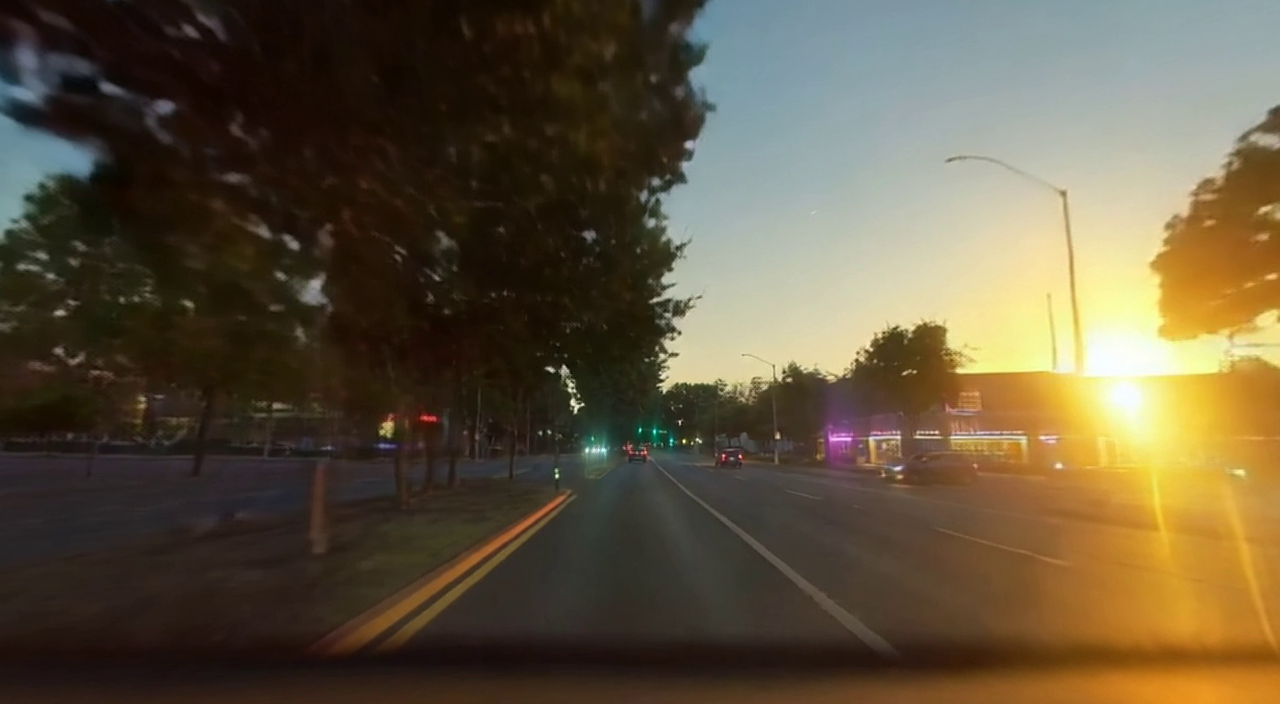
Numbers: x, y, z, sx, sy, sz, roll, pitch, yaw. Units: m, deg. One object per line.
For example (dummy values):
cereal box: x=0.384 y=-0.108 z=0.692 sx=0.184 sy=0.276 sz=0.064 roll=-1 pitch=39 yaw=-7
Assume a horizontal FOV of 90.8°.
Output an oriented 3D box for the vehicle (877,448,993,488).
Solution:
vehicle: x=13.461 y=5.277 z=29.000 sx=4.281 sy=1.719 sz=1.983 roll=0 pitch=-9 yaw=-1

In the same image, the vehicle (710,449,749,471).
vehicle: x=6.325 y=7.677 z=45.257 sx=2.024 sy=1.475 sz=4.600 roll=0 pitch=-9 yaw=-2
